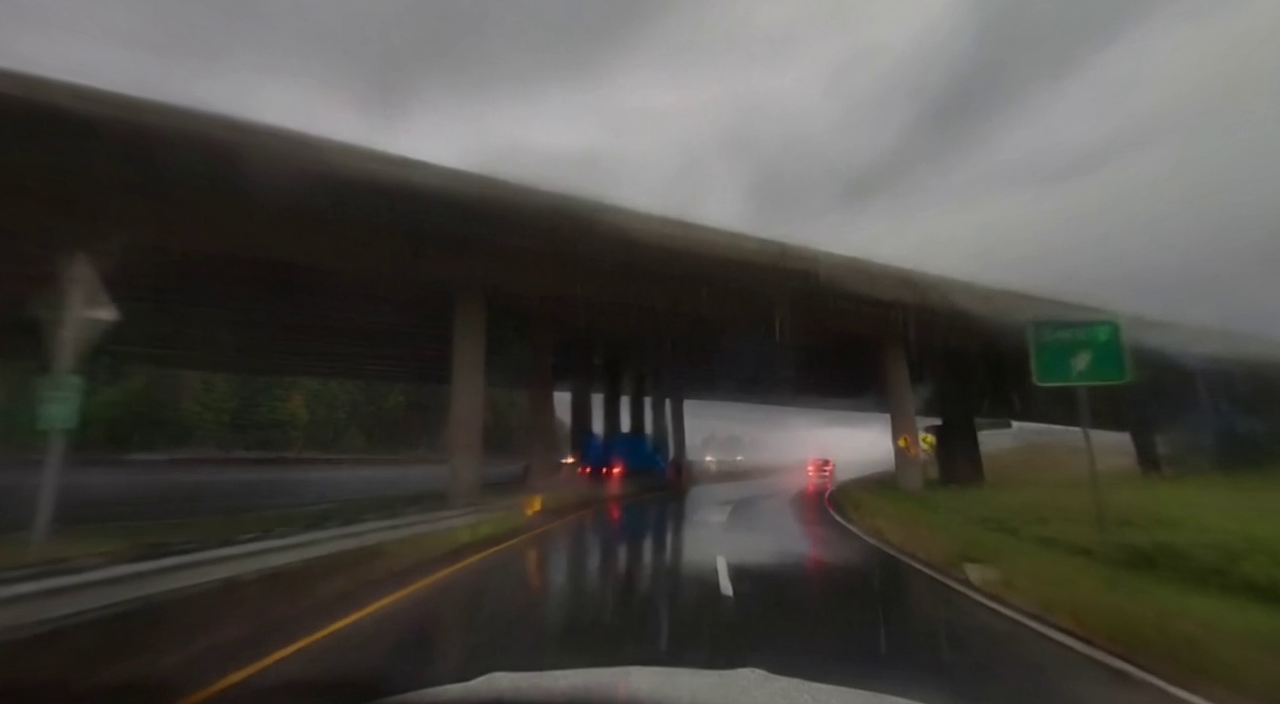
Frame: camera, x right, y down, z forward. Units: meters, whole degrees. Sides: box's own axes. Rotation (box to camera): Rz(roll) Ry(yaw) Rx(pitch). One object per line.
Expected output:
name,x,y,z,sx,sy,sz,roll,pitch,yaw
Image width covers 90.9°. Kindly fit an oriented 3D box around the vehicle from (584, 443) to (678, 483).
vehicle,-0.285,4.439,25.439,1.940,1.444,4.024,-5,-10,31
